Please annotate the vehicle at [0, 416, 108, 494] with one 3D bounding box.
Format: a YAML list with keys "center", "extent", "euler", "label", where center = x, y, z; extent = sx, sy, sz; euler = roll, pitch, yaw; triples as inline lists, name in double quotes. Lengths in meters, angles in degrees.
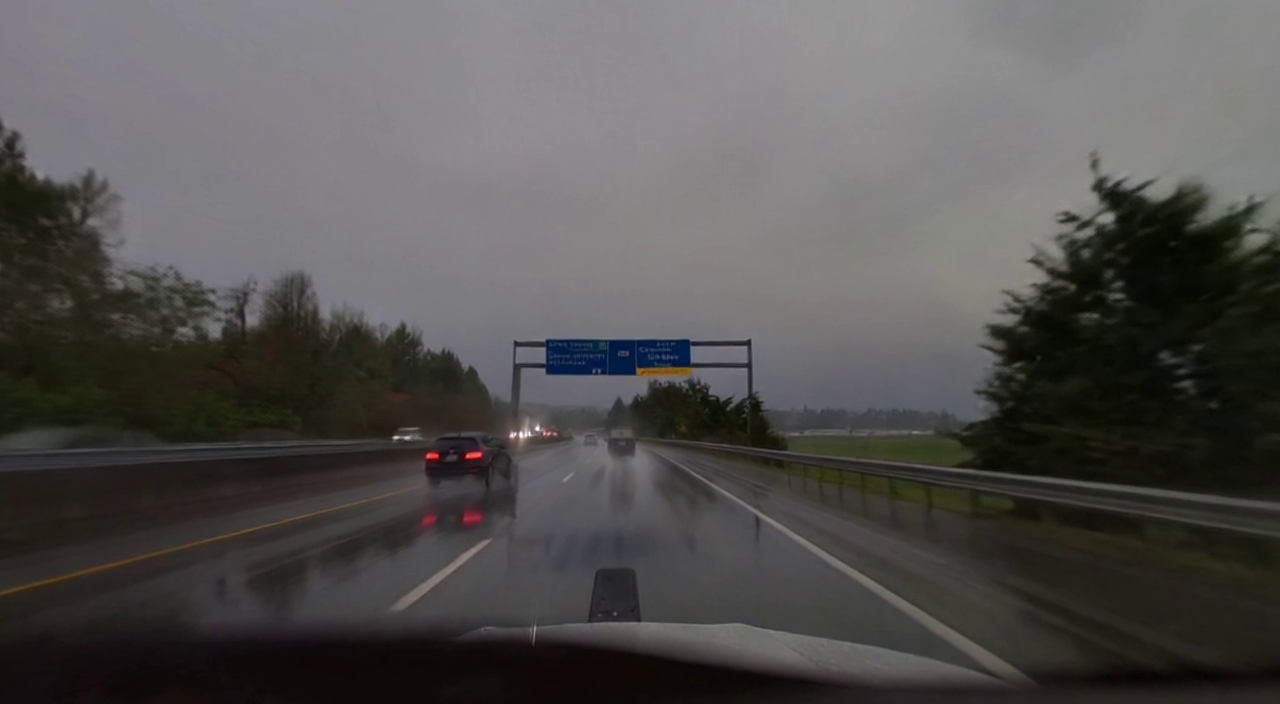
- center: [-12.829, 1.959, 12.164]
  extent: [1.833, 1.435, 3.686]
  euler: [1, -8, 0]
  label: "vehicle"

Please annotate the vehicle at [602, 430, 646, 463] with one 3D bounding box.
- center: [-0.849, 4.958, 33.321]
  extent: [2.162, 1.616, 4.242]
  euler: [0, -8, -1]
  label: "vehicle"

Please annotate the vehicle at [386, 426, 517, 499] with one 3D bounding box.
- center: [-4.381, 2.610, 15.392]
  extent: [1.975, 1.518, 4.242]
  euler: [0, -8, -1]
  label: "vehicle"
